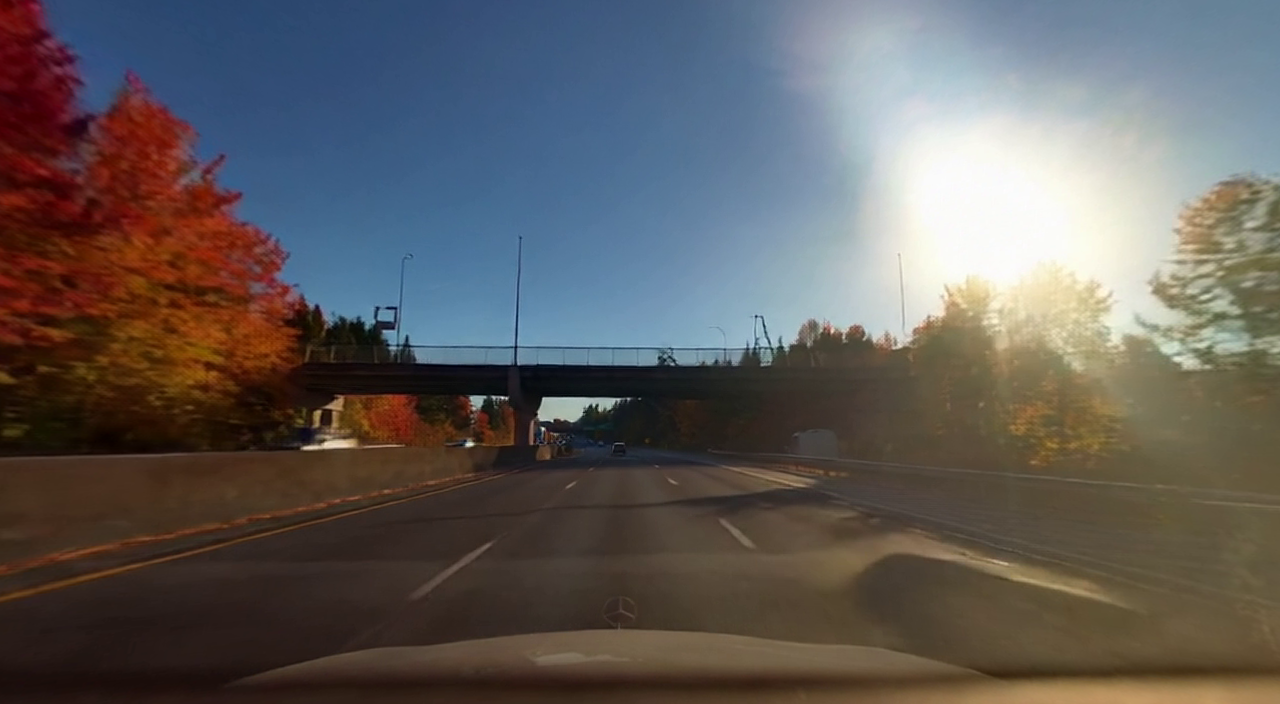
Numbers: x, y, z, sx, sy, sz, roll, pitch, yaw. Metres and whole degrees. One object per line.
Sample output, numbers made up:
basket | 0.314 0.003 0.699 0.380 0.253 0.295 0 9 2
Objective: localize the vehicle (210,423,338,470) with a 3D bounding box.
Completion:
vehicle | -12.505 3.278 21.781 2.000 1.466 4.124 0 -9 -1
